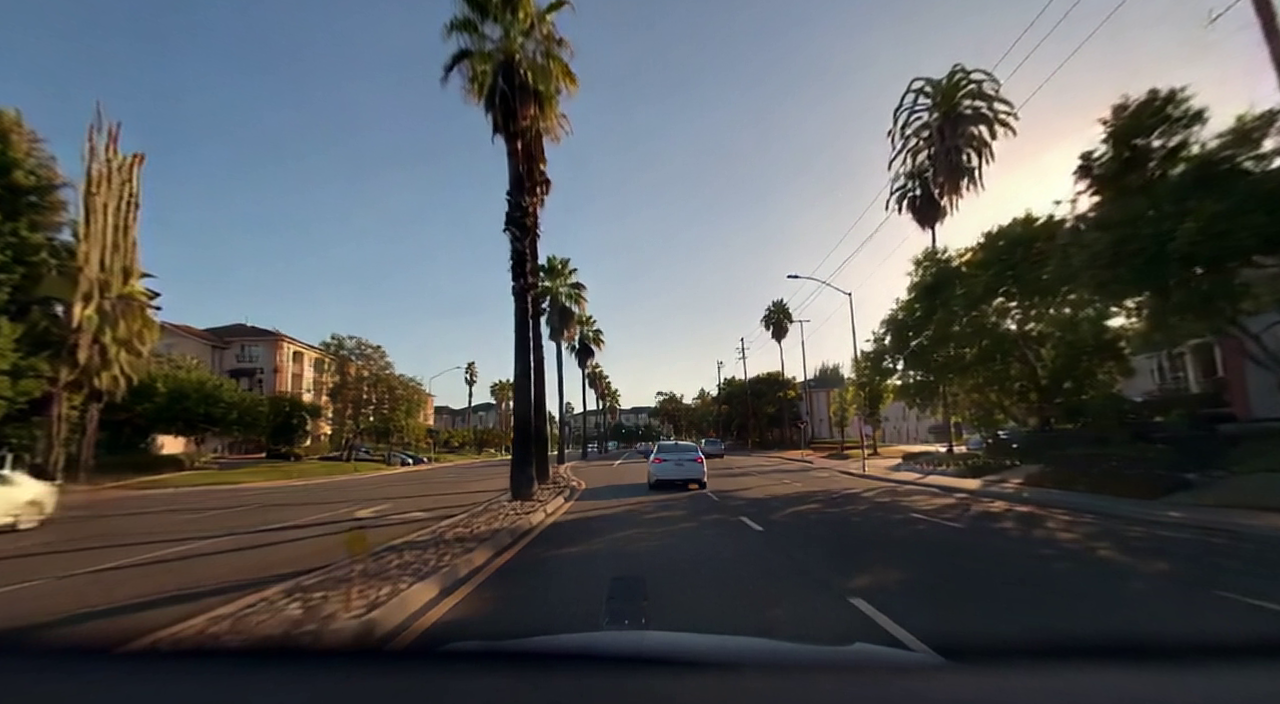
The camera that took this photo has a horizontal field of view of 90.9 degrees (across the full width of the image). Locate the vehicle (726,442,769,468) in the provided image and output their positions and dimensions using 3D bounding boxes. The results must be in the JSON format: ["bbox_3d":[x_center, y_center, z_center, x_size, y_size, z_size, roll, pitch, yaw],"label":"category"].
[{"bbox_3d":[6.662,6.434,39.501,1.897,1.477,4.360,0,-9,-1],"label":"vehicle"}]

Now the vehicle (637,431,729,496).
[{"bbox_3d":[1.119,3.265,18.788,2.289,1.679,4.180,0,-9,-2],"label":"vehicle"}]
